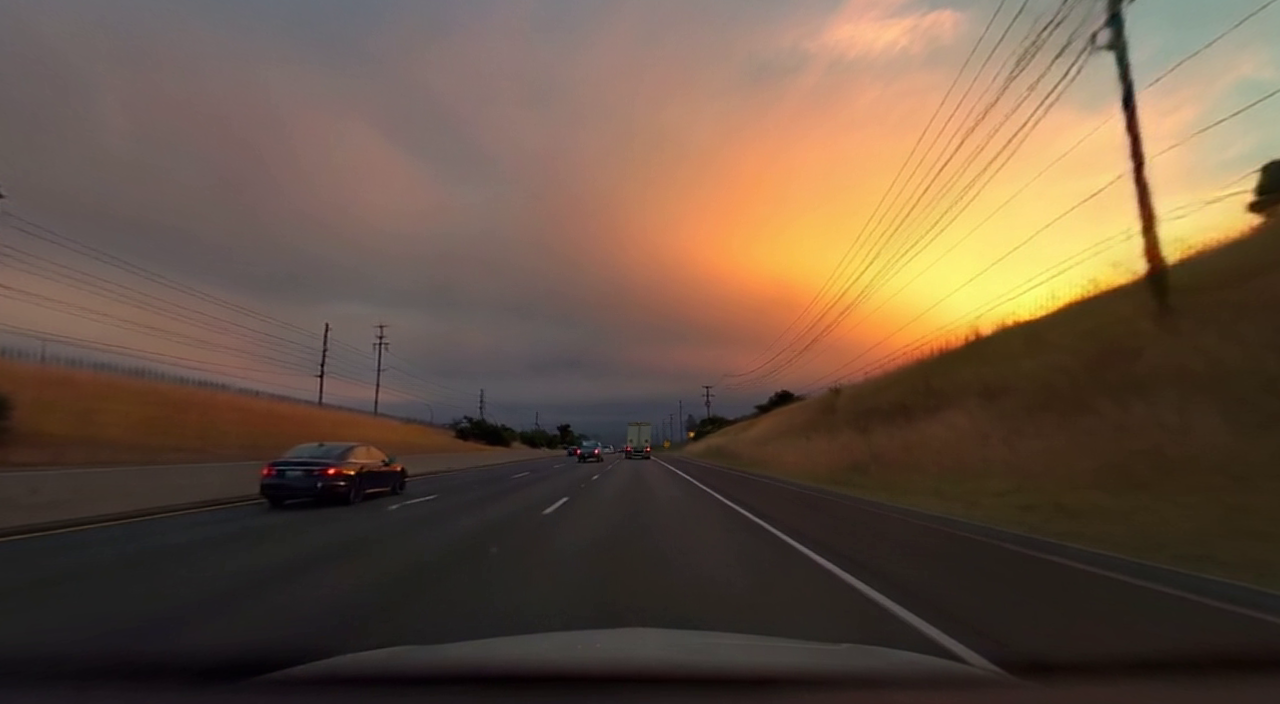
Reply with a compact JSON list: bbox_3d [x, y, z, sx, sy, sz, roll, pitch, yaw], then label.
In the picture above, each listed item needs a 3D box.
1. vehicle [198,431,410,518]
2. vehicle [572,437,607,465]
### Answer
[{"bbox_3d":[-6.951,2.585,13.801,2.066,1.558,4.607,0,-9,0],"label":"vehicle"},{"bbox_3d":[-3.685,7.355,46.985,2.207,1.949,4.911,0,-9,0],"label":"vehicle"}]
